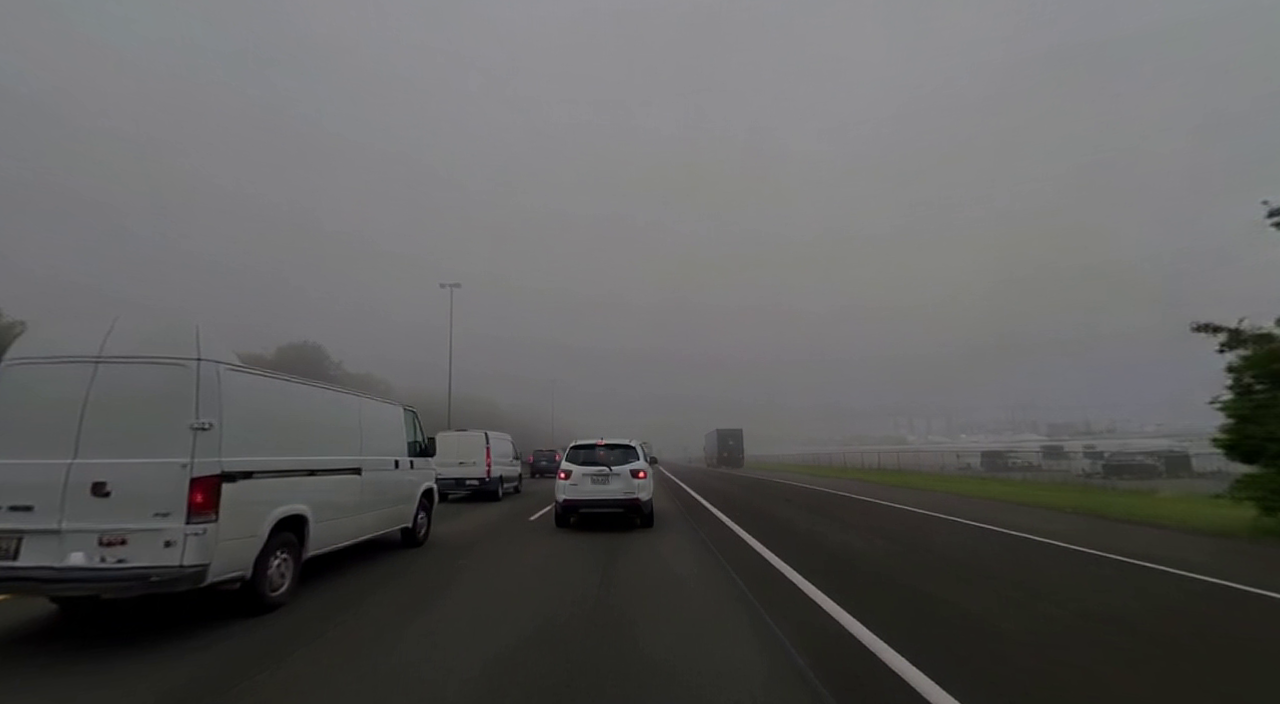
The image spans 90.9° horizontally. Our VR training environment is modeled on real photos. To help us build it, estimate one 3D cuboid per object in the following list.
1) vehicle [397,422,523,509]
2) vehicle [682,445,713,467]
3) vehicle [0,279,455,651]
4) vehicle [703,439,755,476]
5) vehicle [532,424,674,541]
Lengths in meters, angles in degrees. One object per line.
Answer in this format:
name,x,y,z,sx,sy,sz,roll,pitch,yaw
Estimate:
vehicle,-4.569,2.966,16.824,2.043,1.987,4.486,0,-9,0
vehicle,4.226,7.719,46.801,1.874,1.512,3.723,0,-9,-1
vehicle,-4.493,1.279,7.890,2.248,2.626,6.837,0,-9,0
vehicle,4.398,5.296,31.778,2.003,1.754,4.134,0,-9,-1
vehicle,-0.567,2.215,11.237,2.093,1.695,3.782,0,-9,-1
